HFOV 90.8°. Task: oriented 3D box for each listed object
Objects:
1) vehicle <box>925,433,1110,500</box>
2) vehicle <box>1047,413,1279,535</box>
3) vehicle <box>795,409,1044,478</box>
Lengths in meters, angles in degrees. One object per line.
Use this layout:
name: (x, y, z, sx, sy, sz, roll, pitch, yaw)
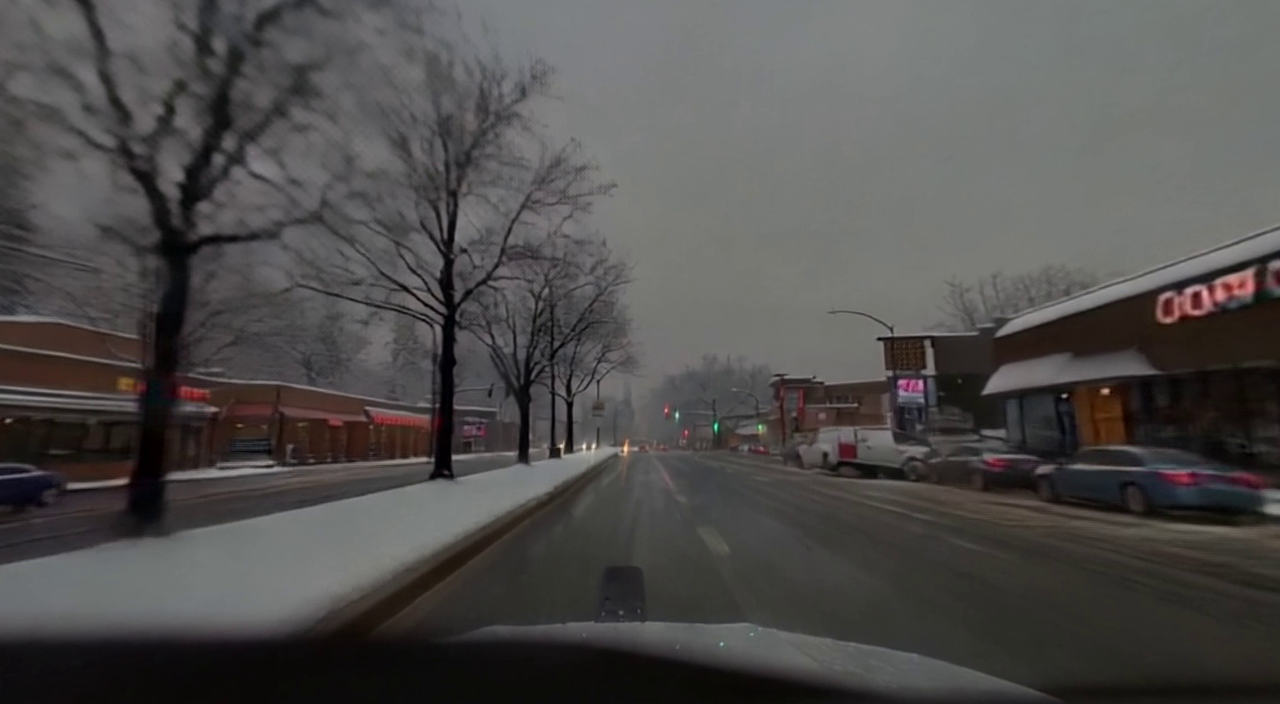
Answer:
vehicle: (9.755, 2.992, 16.907, 1.876, 1.511, 4.726, 0, -9, -2)
vehicle: (9.949, 2.158, 11.694, 1.925, 1.808, 4.255, 0, -9, 0)
vehicle: (9.844, 3.573, 23.715, 6.552, 2.004, 6.229, -2, -11, 2)
